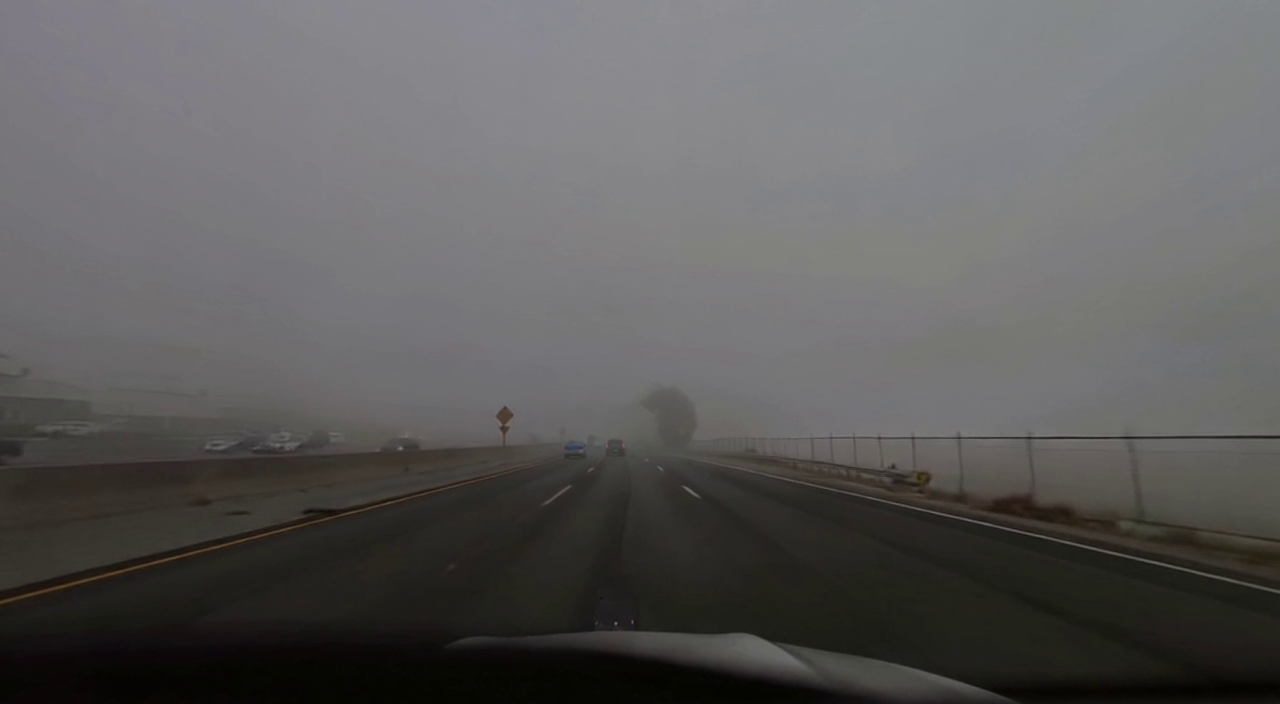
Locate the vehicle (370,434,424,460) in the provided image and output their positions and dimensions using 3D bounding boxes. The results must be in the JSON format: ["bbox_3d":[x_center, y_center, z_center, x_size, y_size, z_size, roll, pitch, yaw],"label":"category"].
[{"bbox_3d":[-15.702,6.156,40.868,1.882,1.538,4.369,0,-8,-2],"label":"vehicle"}]
